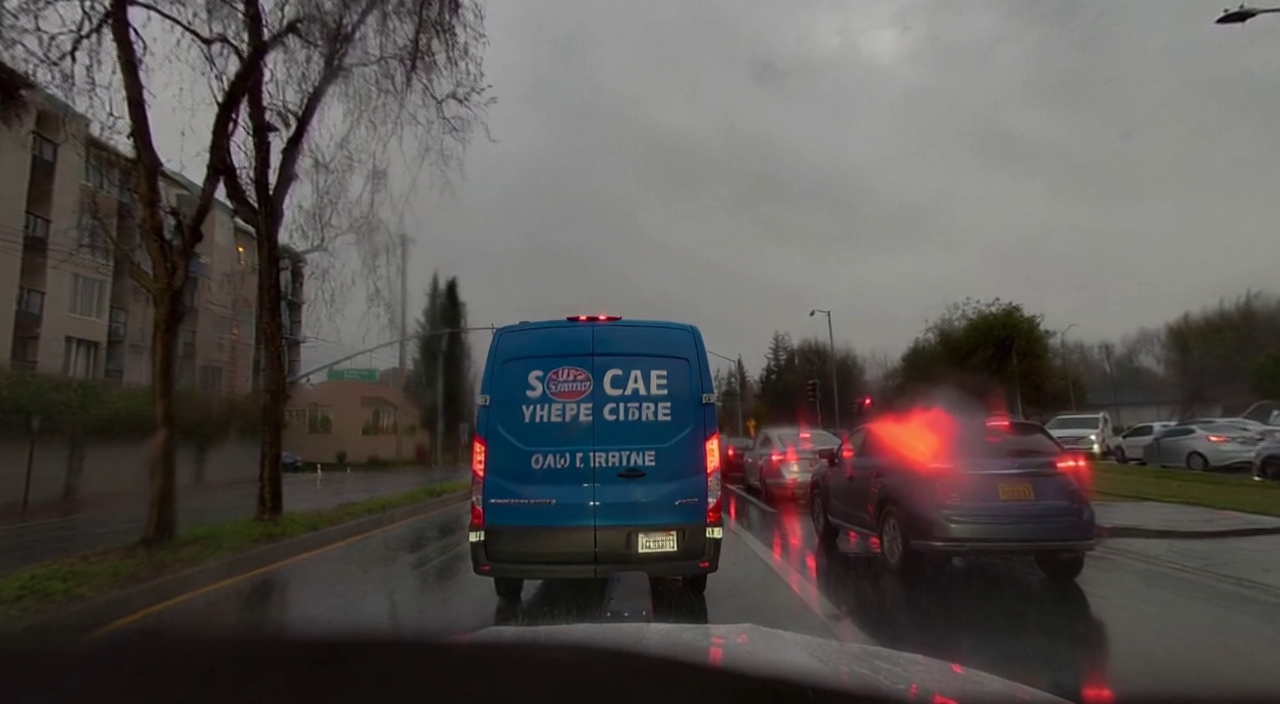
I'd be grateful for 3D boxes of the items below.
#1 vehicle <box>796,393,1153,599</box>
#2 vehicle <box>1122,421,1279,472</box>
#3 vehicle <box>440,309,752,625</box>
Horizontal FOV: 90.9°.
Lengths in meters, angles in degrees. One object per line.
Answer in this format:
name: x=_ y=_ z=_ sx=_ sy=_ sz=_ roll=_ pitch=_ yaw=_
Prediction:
vehicle: x=3.435 y=1.560 z=7.670 sx=1.965 sy=1.771 sz=4.295 roll=0 pitch=-8 yaw=0
vehicle: x=17.186 y=2.868 z=19.149 sx=3.491 sy=1.443 sz=1.837 roll=0 pitch=-8 yaw=0
vehicle: x=-0.305 y=1.246 z=7.530 sx=2.422 sy=2.488 sz=4.992 roll=0 pitch=-8 yaw=1
